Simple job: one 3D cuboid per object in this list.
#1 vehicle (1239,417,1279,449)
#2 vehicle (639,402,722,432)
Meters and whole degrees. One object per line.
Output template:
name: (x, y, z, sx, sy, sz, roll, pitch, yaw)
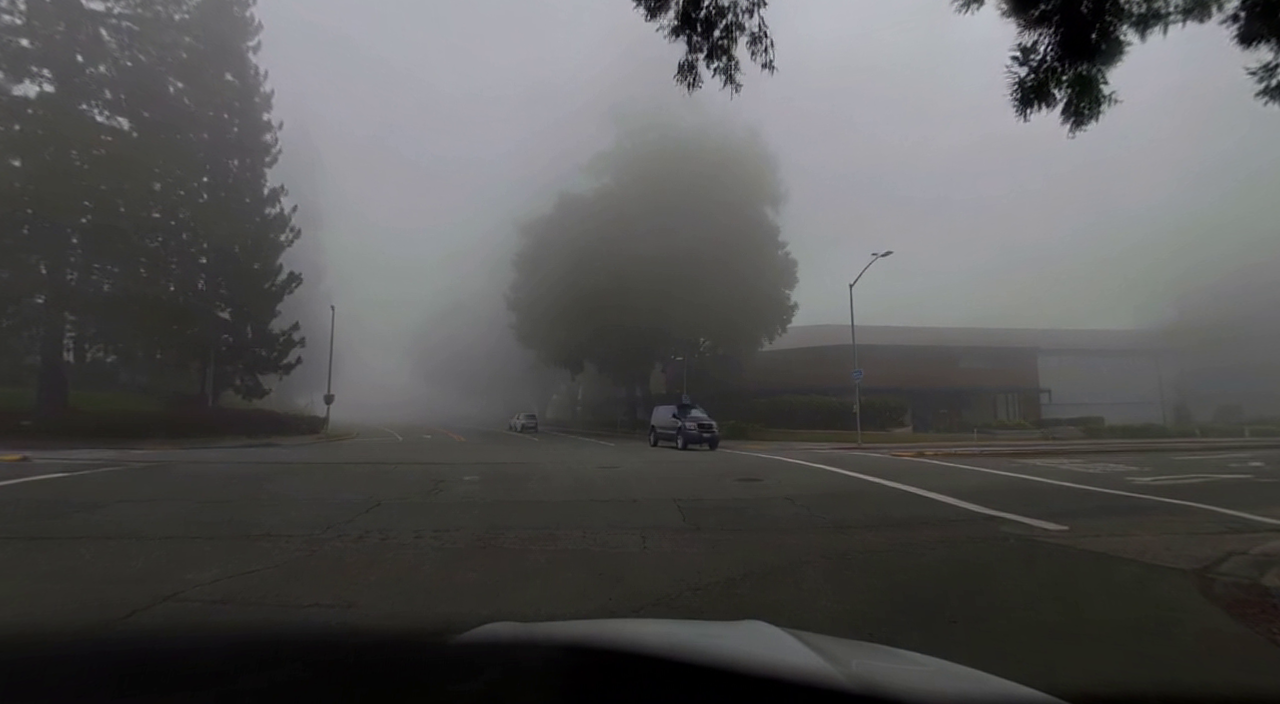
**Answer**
vehicle: (41.817, 5.338, 41.149, 5.748, 1.977, 2.265, 5, -10, -33)
vehicle: (2.729, 4.599, 43.594, 2.435, 1.858, 5.585, 8, -12, -44)
